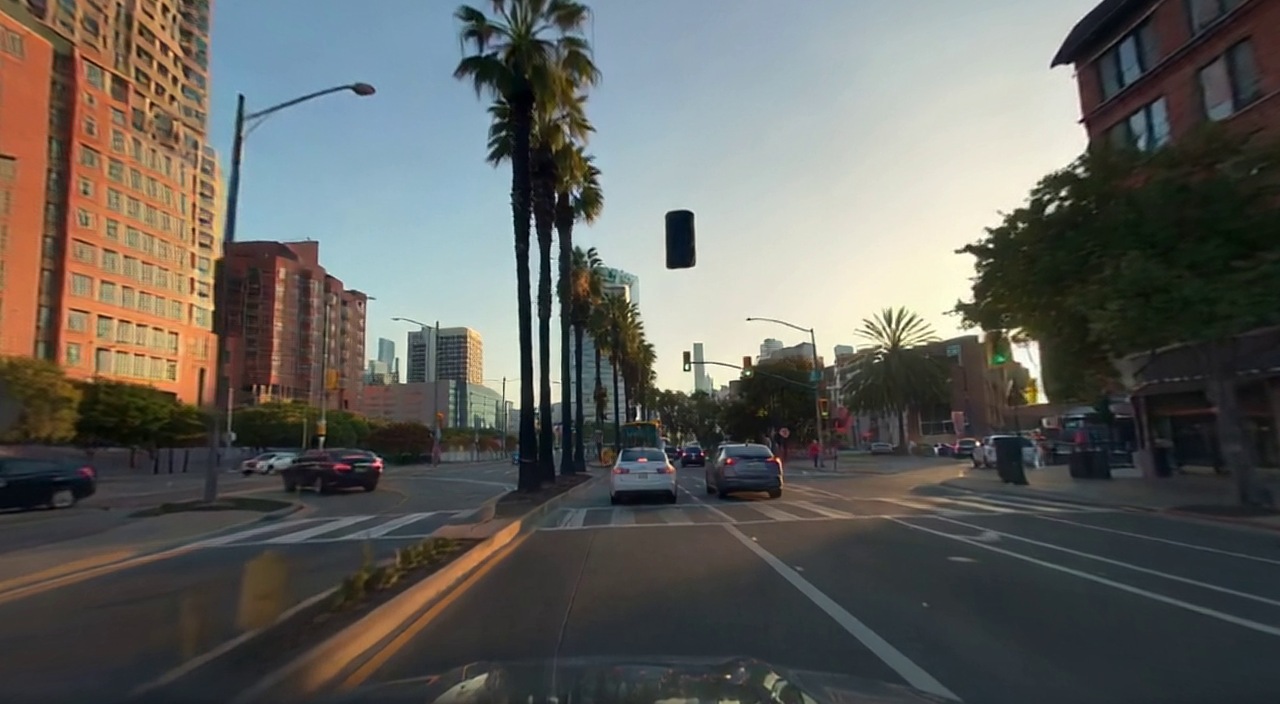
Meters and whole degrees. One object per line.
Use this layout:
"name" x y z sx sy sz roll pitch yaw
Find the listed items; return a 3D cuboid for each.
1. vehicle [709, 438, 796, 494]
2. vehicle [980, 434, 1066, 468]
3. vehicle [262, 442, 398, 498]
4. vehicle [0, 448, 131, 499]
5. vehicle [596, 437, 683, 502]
"vehicle" 3.239 3.363 18.900 1.909 1.500 3.524 0 -9 -1
"vehicle" 20.250 5.266 33.668 1.959 1.674 4.706 -1 -9 6
"vehicle" -9.448 3.497 19.127 4.435 1.501 1.977 -7 -11 39
"vehicle" -19.323 3.792 19.883 4.641 1.502 1.882 3 -9 -21
"vehicle" -0.011 3.053 16.762 2.048 1.503 3.681 0 -9 0
